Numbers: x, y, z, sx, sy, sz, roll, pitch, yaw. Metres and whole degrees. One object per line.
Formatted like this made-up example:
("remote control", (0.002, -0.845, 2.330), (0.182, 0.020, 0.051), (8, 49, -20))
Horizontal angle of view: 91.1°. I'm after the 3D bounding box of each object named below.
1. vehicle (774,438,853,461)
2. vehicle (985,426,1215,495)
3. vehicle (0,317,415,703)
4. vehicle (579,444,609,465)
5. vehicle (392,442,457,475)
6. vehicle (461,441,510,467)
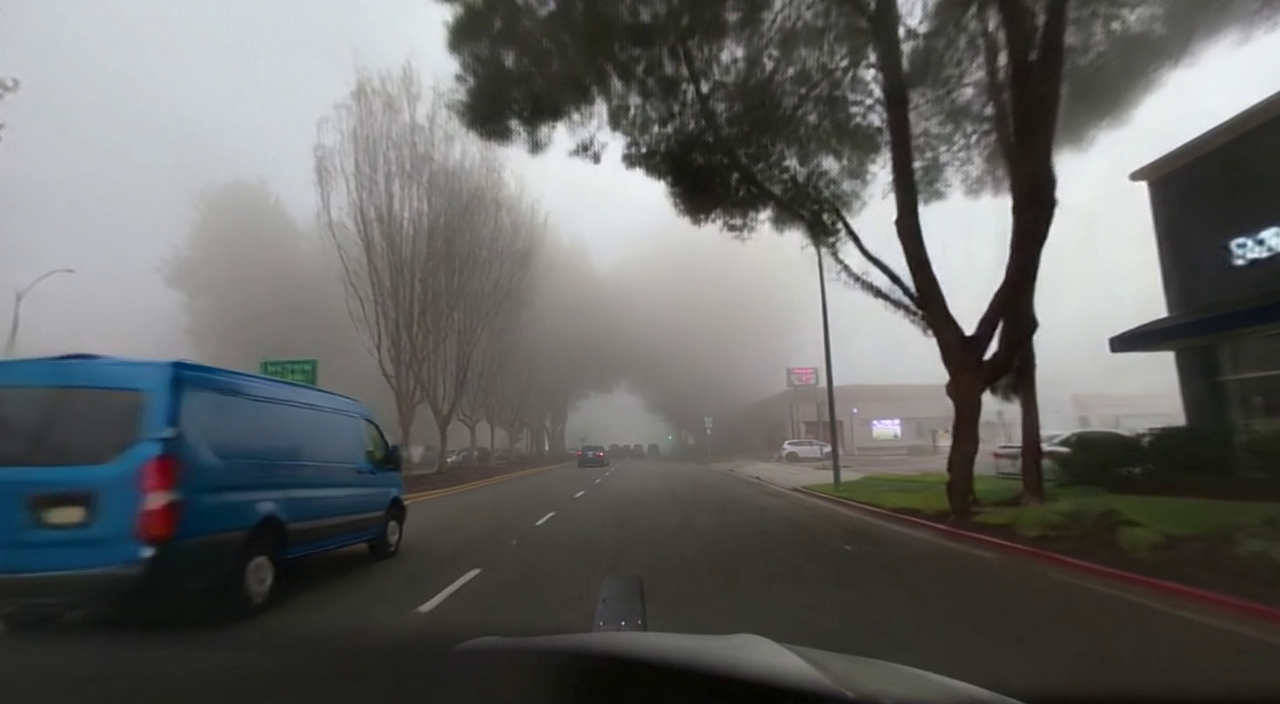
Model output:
("vehicle", (11.428, 6.445, 41.591), (4.607, 1.471, 1.982), (0, -9, -1))
("vehicle", (10.887, 2.580, 15.116), (3.935, 1.518, 1.985), (0, -8, -1))
("vehicle", (-3.979, 1.169, 5.568), (2.152, 1.987, 4.952), (0, -8, -1))
("vehicle", (-3.379, 7.660, 47.197), (1.966, 1.481, 4.385), (0, -8, 0))
("vehicle", (-11.615, 5.747, 34.190), (2.044, 1.649, 4.211), (0, -8, 0))
("vehicle", (-11.589, 7.705, 47.553), (2.332, 1.815, 4.639), (-1, -8, 3))
